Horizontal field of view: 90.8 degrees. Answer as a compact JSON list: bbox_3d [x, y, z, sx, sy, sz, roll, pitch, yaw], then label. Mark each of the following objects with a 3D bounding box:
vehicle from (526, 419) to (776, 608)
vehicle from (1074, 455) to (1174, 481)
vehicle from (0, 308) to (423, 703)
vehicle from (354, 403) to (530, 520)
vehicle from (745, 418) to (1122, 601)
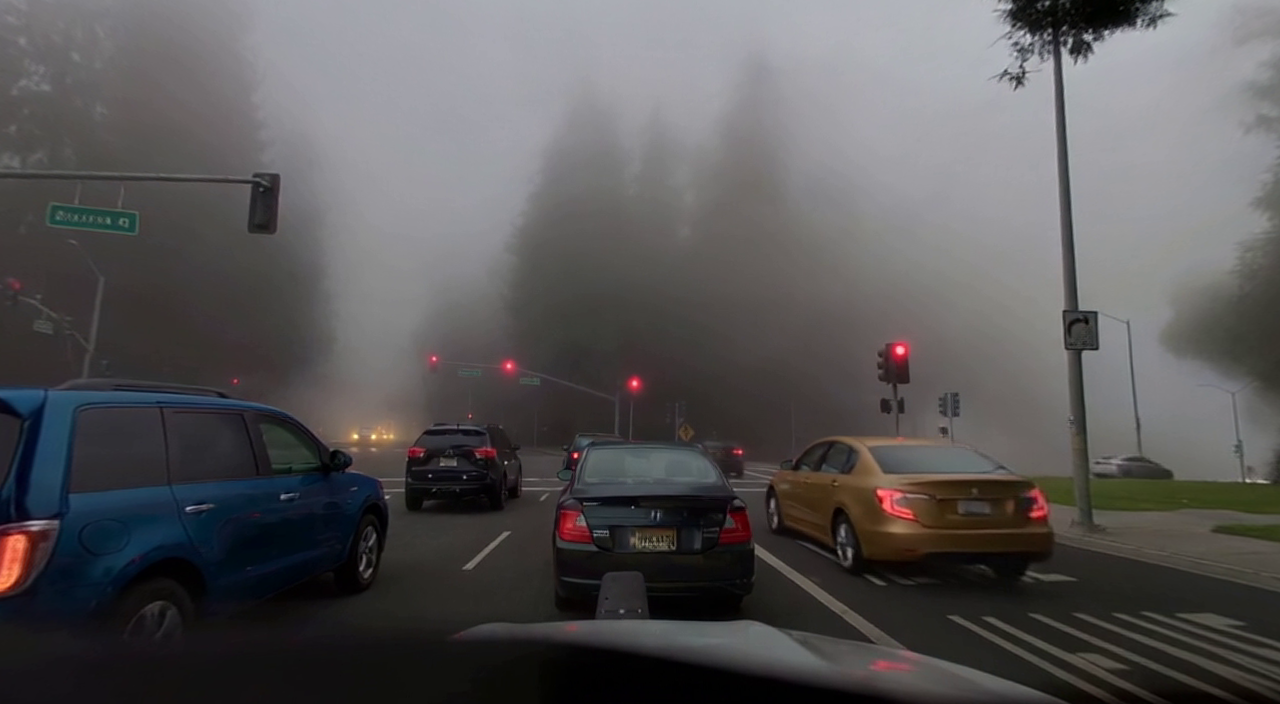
[{"bbox_3d":[-0.054,1.613,7.337,2.001,1.483,4.442,0,-8,-4],"label":"vehicle"},{"bbox_3d":[29.749,7.143,38.903,4.609,1.513,1.861,0,-8,-2],"label":"vehicle"},{"bbox_3d":[-3.154,1.022,4.278,1.924,1.737,4.387,0,-8,-2],"label":"vehicle"},{"bbox_3d":[-3.887,2.289,13.718,2.305,1.984,5.586,0,-8,-3],"label":"vehicle"},{"bbox_3d":[2.928,1.687,7.820,2.100,1.524,4.746,0,-8,-4],"label":"vehicle"}]
